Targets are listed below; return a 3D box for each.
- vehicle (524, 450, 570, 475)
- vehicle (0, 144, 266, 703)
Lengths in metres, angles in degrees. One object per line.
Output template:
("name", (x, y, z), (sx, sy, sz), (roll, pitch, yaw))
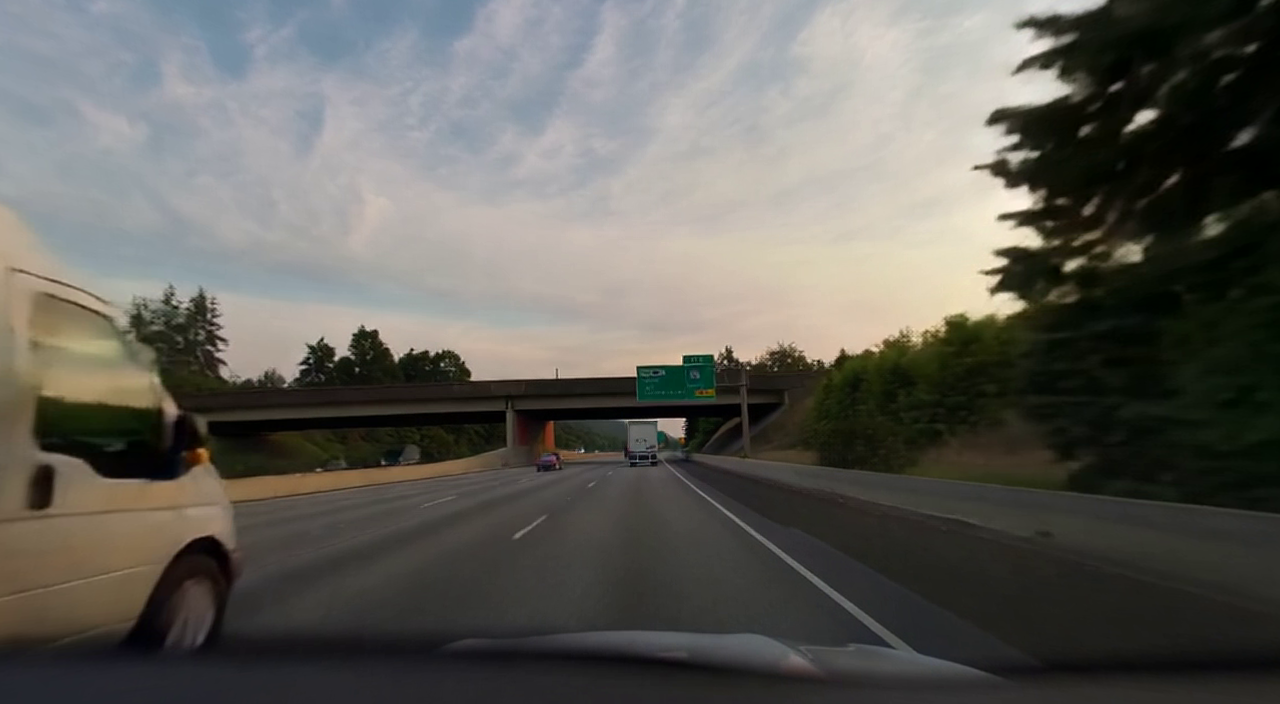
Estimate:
("vehicle", (-5.746, 6.825, 39.348), (1.953, 1.452, 4.711), (-1, -9, 3))
("vehicle", (-3.969, 0.294, 1.458), (2.504, 2.694, 5.934), (0, -9, 0))
